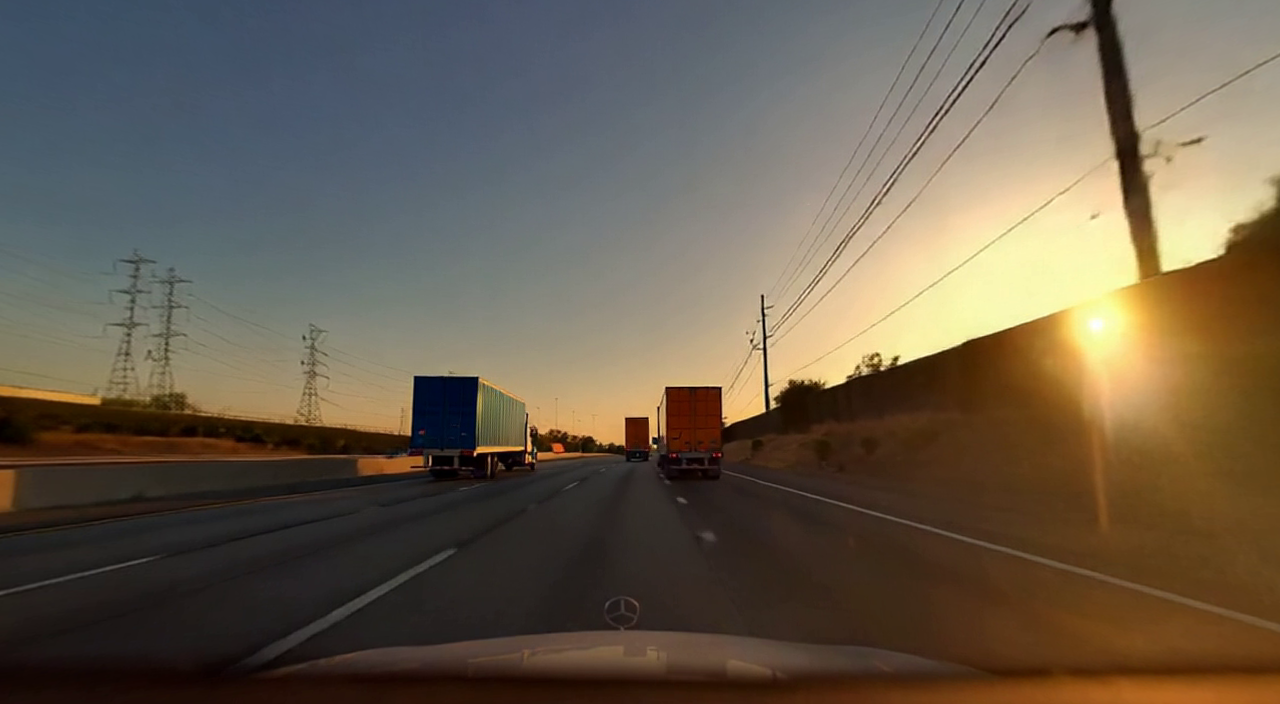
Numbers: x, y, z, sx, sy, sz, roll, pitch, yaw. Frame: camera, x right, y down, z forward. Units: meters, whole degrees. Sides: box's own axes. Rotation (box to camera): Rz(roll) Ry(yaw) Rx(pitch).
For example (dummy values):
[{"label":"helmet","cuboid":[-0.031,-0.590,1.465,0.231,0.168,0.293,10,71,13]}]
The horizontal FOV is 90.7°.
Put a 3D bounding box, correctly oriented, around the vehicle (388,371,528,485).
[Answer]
[{"label":"vehicle","cuboid":[-7.352,3.479,27.771,2.937,3.981,11.119,0,-9,0]}]
